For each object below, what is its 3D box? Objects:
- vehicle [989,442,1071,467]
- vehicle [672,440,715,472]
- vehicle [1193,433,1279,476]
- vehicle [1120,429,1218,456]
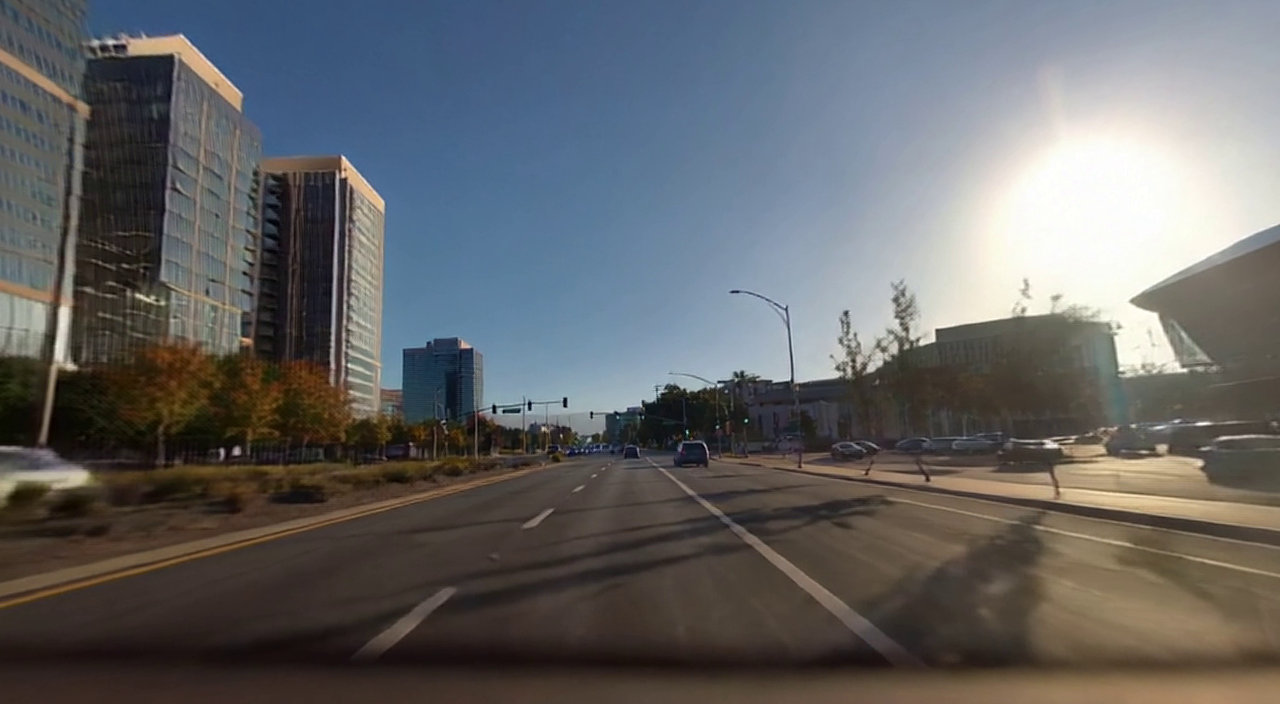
[{"bbox_3d":[23.147,6.081,37.545,3.661,1.417,1.783,0,-8,-1],"label":"vehicle"},{"bbox_3d":[3.120,6.227,37.970,2.069,1.761,4.610,0,-8,-1],"label":"vehicle"},{"bbox_3d":[22.973,3.686,22.900,3.845,1.471,2.043,0,-8,0],"label":"vehicle"},{"bbox_3d":[34.307,5.890,41.056,4.444,1.641,2.006,0,-9,0],"label":"vehicle"}]
